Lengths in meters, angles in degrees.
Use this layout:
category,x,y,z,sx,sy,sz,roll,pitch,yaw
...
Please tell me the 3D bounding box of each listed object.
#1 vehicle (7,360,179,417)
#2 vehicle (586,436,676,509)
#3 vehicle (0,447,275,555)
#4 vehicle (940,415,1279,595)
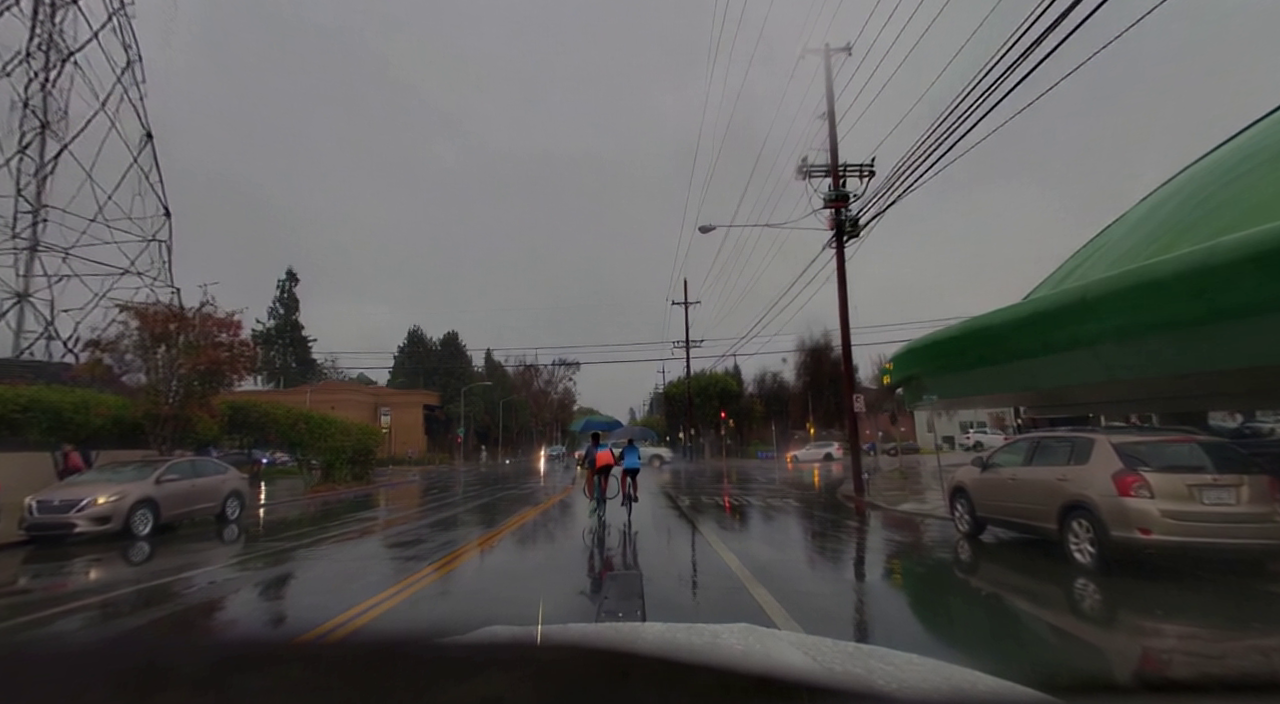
category,x,y,z,sx,sy,sz,roll,pitch,yaw
vehicle,-17.105,1.184,19.909,3.685,1.584,1.708,1,-9,-3
vehicle,-0.179,3.265,17.567,2.190,1.783,4.048,0,-9,1
vehicle,-10.244,2.951,13.431,2.075,1.816,4.900,0,-9,-1
vehicle,5.822,1.774,8.158,1.873,1.714,3.979,0,-9,0
